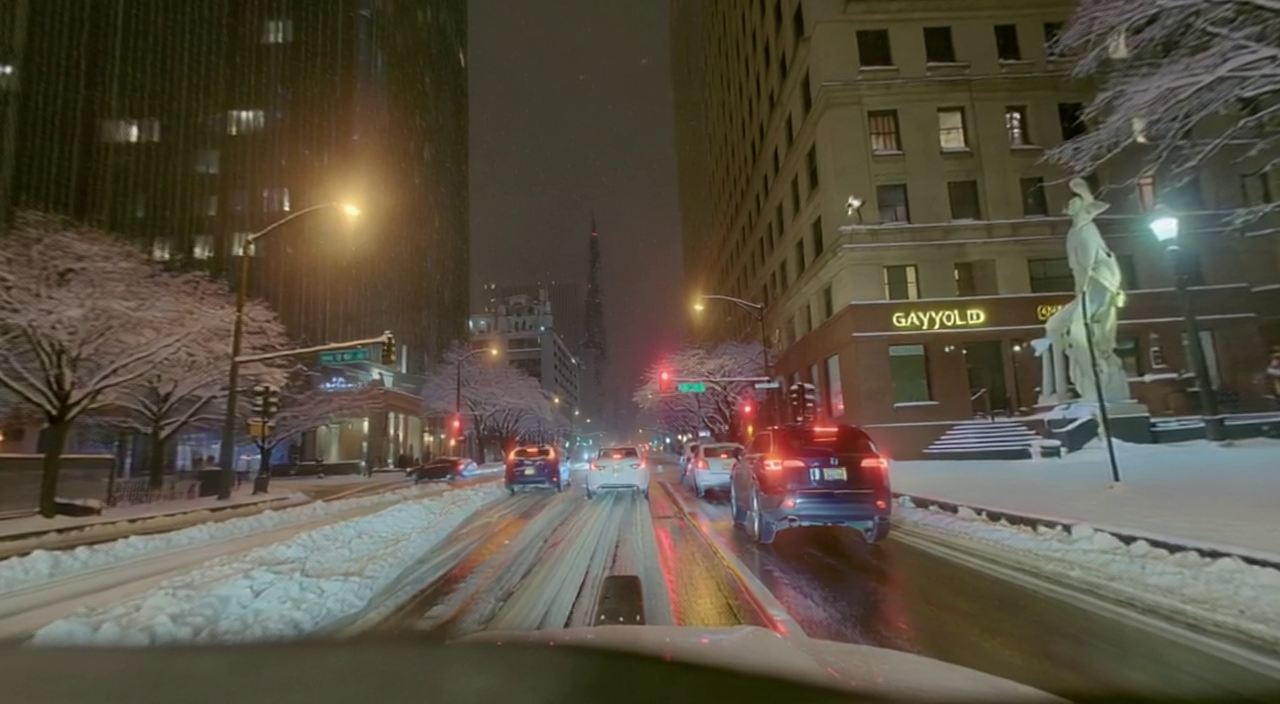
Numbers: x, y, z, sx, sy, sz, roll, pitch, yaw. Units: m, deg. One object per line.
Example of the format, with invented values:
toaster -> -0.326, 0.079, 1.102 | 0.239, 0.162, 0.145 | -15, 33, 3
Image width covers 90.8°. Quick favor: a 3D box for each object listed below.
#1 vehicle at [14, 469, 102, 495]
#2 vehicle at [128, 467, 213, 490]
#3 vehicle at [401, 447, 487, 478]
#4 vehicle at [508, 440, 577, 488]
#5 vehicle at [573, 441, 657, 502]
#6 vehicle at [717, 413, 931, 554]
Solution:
vehicle -> -40.234, 8.992, 43.739 | 4.224, 1.622, 1.808 | 0, -9, -1
vehicle -> -32.436, 8.729, 43.705 | 4.392, 1.427, 1.764 | 0, -9, 0
vehicle -> -11.947, 6.747, 38.664 | 4.855, 1.769, 2.071 | 3, -9, -18
vehicle -> -3.608, 4.243, 24.206 | 2.045, 1.633, 4.864 | 0, -9, -2
vehicle -> -0.646, 3.282, 17.785 | 2.096, 1.492, 4.071 | 0, -9, -1
vehicle -> 2.620, 2.022, 10.354 | 2.096, 1.775, 4.440 | 0, -9, -1
